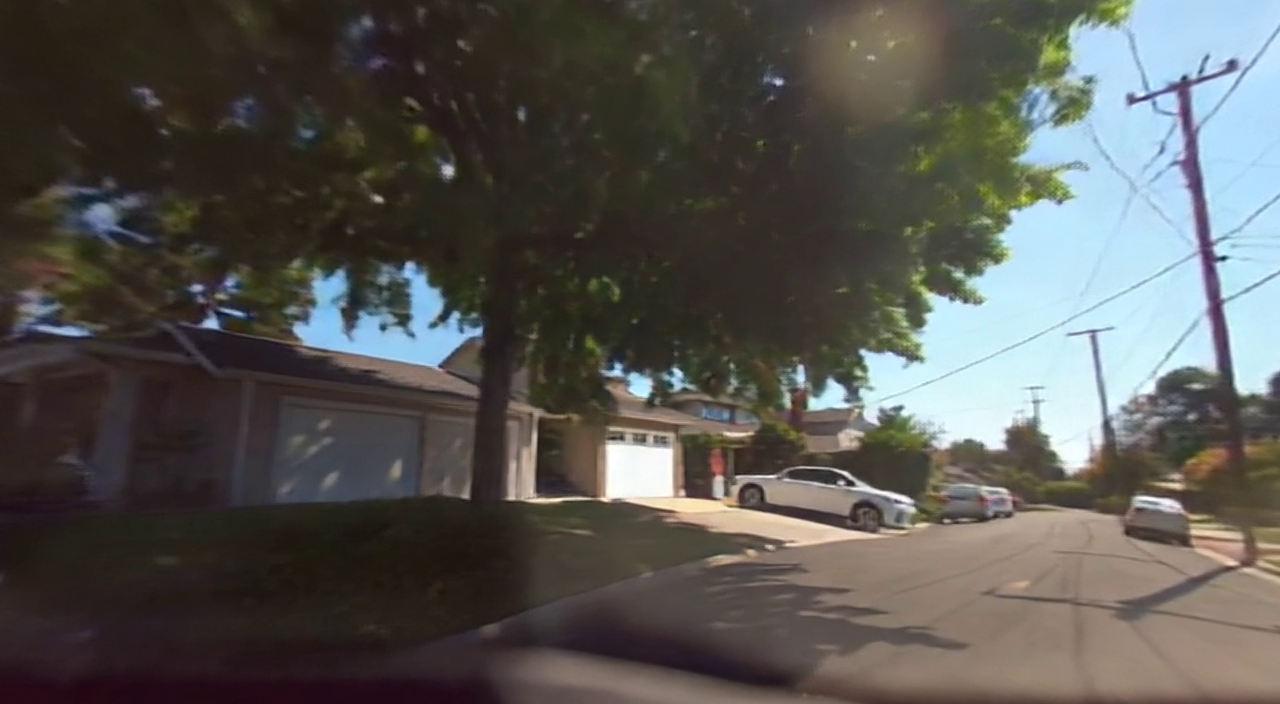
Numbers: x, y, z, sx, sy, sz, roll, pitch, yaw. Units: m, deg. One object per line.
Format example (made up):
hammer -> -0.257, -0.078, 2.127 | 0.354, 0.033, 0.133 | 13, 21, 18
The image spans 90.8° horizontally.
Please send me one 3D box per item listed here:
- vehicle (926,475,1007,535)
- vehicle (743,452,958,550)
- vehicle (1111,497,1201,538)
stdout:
vehicle -> 11.399, 5.180, 21.903 | 2.081, 1.589, 4.691 | -4, -10, 31
vehicle -> 5.237, 3.557, 15.796 | 4.537, 1.595, 2.471 | 1, -8, 34
vehicle -> 24.649, 7.851, 30.133 | 3.005, 1.535, 4.025 | -5, -14, 42
